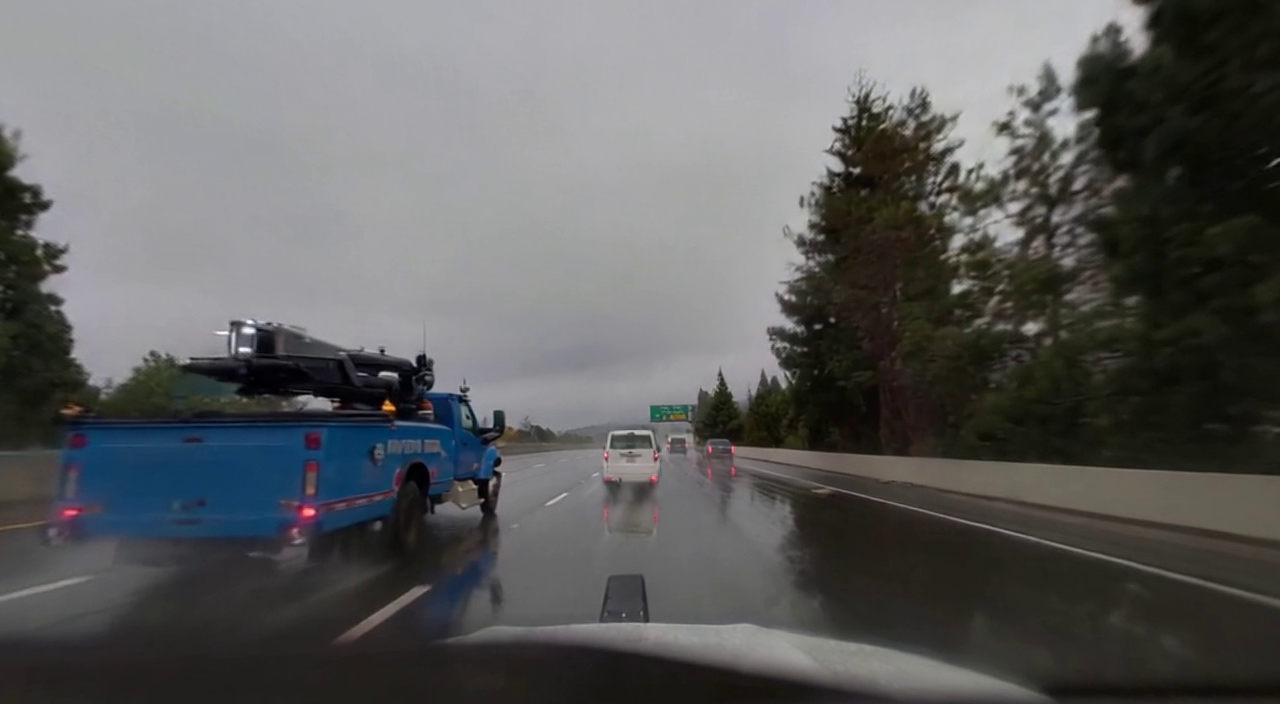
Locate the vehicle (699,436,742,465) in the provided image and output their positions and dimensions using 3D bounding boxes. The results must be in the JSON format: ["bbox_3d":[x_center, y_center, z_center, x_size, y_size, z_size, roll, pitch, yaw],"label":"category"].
[{"bbox_3d":[4.829,5.972,38.316,2.079,1.656,4.506,0,-8,0],"label":"vehicle"}]

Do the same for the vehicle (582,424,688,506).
[{"bbox_3d":[-0.064,2.645,15.169,2.165,1.653,4.456,0,-8,1],"label":"vehicle"}]

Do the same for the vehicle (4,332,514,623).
[{"bbox_3d":[-3.362,1.312,7.486,2.526,2.146,5.594,0,-8,0],"label":"vehicle"}]

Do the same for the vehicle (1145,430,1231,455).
[{"bbox_3d":[37.083,6.105,42.527,4.040,1.490,1.843,-2,-8,0],"label":"vehicle"}]

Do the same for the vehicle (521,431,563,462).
[{"bbox_3d":[-6.587,6.399,42.648,2.036,1.958,4.378,0,-8,1],"label":"vehicle"}]

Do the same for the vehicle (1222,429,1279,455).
[{"bbox_3d":[37.443,5.359,37.263,3.931,1.459,1.792,0,-8,-1],"label":"vehicle"}]
